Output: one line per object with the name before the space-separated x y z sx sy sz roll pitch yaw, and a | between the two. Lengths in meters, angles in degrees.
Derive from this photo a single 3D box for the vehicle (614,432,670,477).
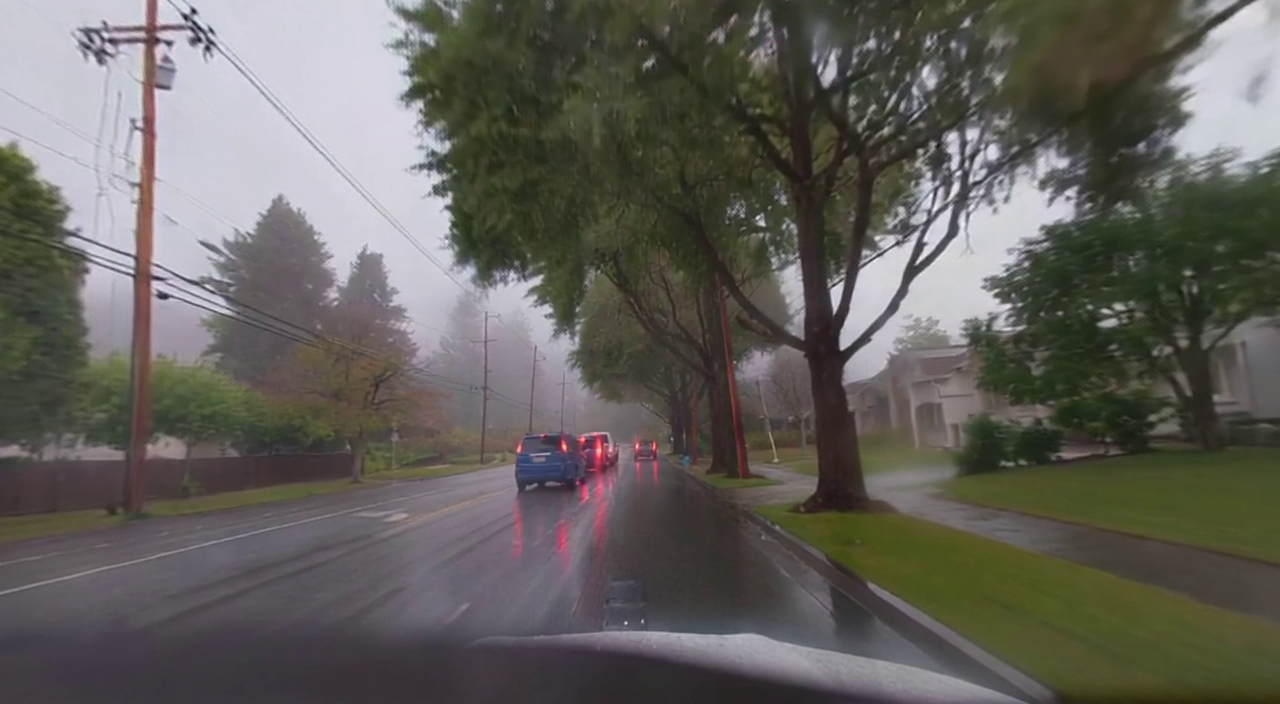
vehicle | 0.060 4.206 26.042 2.120 1.718 3.909 0 -9 0

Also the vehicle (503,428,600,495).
vehicle | -2.505 3.243 19.002 2.157 1.765 4.303 0 -9 2
